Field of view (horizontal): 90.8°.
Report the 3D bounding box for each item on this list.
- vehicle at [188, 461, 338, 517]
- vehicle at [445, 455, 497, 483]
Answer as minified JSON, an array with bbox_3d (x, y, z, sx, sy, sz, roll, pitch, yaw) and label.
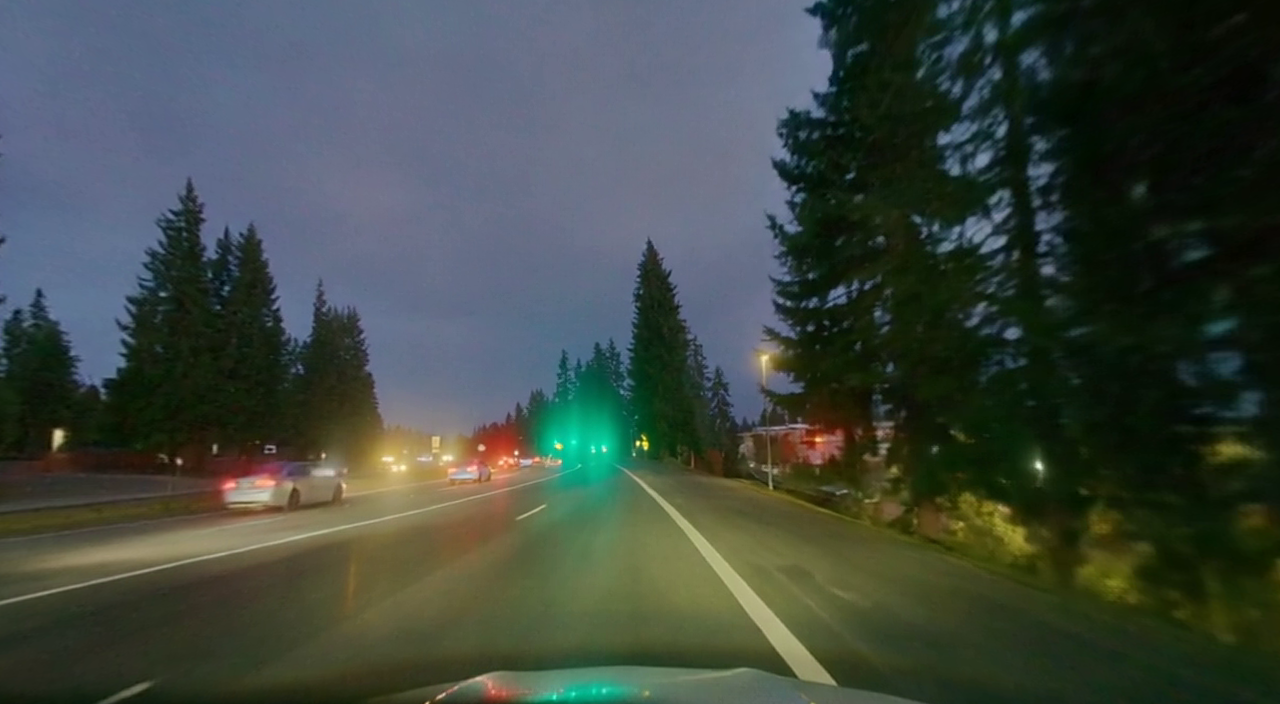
[{"bbox_3d":[-11.838,4.291,20.289,1.781,1.476,4.513,-1,-9,4],"label":"vehicle"},{"bbox_3d":[-10.694,7.408,40.258,1.886,1.535,4.742,0,-9,1],"label":"vehicle"}]
